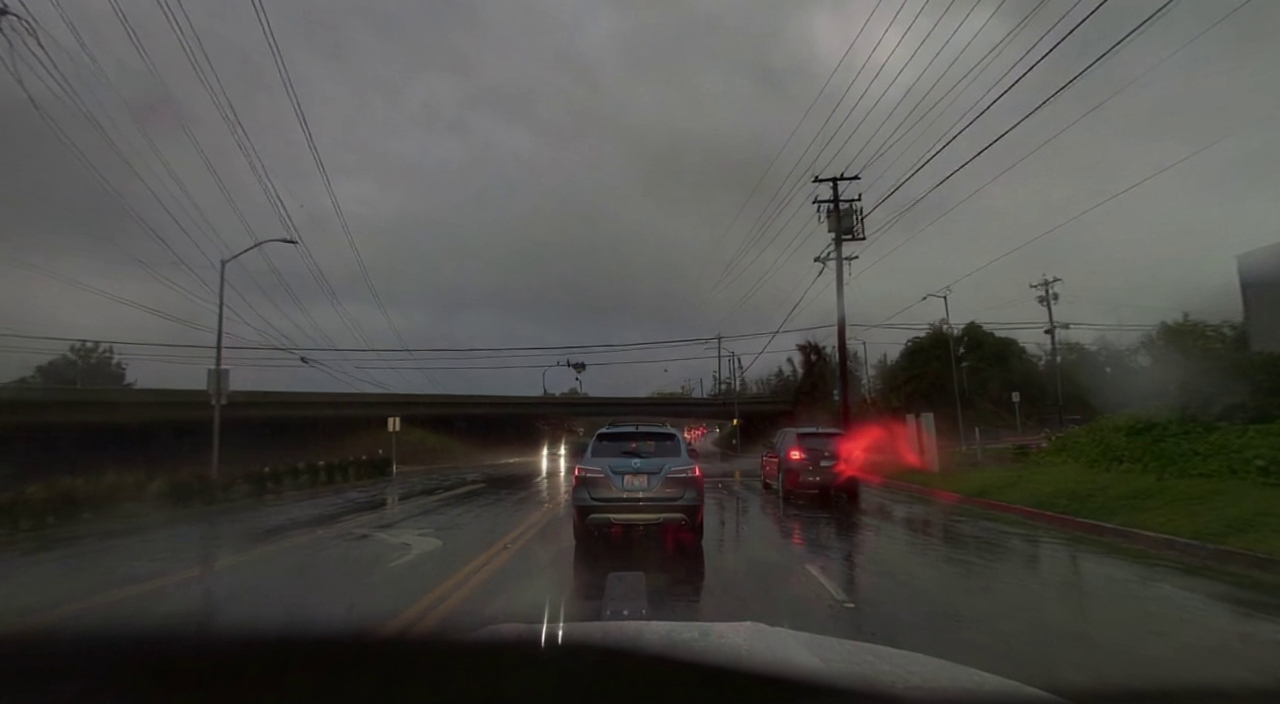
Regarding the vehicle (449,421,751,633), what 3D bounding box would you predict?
[{"bbox_3d":[-0.241,1.526,6.463,2.090,1.458,4.033,-1,-9,1],"label":"vehicle"}]
